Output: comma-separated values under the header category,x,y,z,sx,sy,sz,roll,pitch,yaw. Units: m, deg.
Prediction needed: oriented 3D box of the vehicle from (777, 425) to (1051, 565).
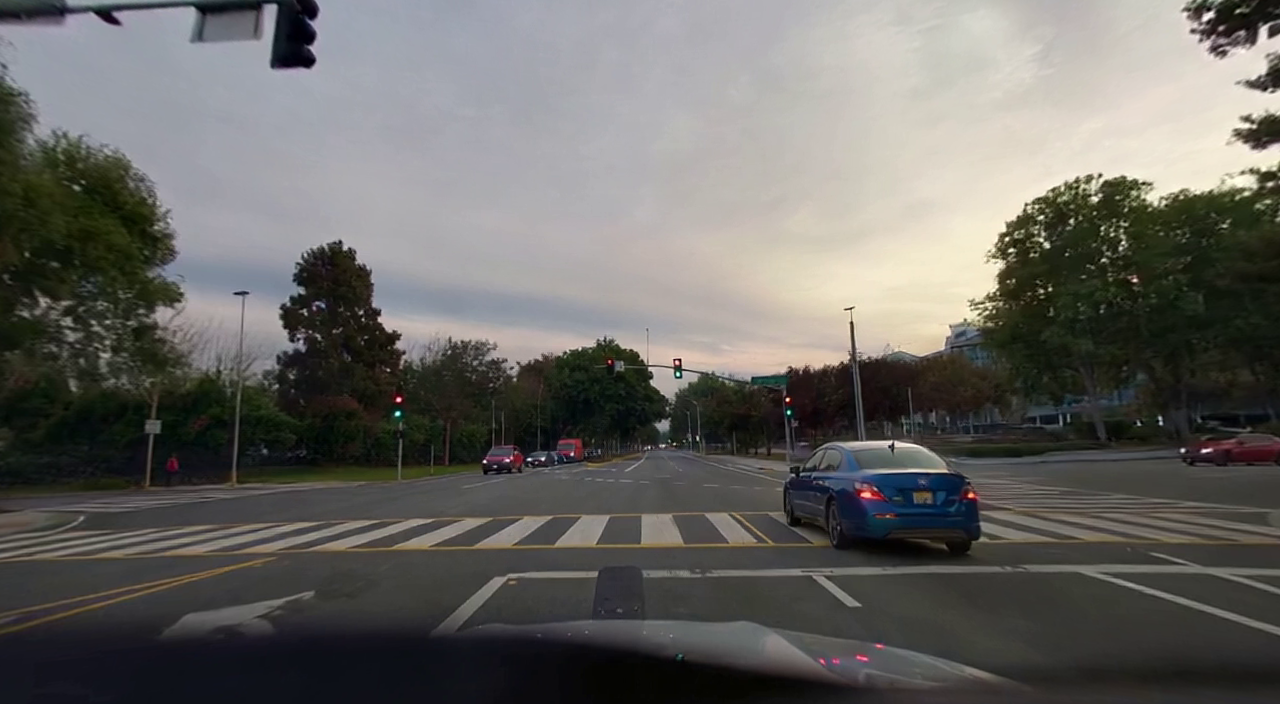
category,x,y,z,sx,sy,sz,roll,pitch,yaw
vehicle,3.661,2.001,9.694,2.129,1.581,4.780,0,-8,1

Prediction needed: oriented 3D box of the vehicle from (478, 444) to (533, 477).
category,x,y,z,sx,sy,sz,roll,pitch,yaw
vehicle,-8.185,6.658,38.919,2.130,1.874,4.691,-1,-8,2

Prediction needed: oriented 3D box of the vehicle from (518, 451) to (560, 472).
category,x,y,z,sx,sy,sz,roll,pitch,yaw
vehicle,-7.580,8.254,47.837,1.906,1.468,4.686,-1,-9,7

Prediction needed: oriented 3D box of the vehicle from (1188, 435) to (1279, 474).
category,x,y,z,sx,sy,sz,roll,pitch,yaw
vehicle,27.926,4.608,28.651,4.598,1.650,2.087,1,-9,-11
